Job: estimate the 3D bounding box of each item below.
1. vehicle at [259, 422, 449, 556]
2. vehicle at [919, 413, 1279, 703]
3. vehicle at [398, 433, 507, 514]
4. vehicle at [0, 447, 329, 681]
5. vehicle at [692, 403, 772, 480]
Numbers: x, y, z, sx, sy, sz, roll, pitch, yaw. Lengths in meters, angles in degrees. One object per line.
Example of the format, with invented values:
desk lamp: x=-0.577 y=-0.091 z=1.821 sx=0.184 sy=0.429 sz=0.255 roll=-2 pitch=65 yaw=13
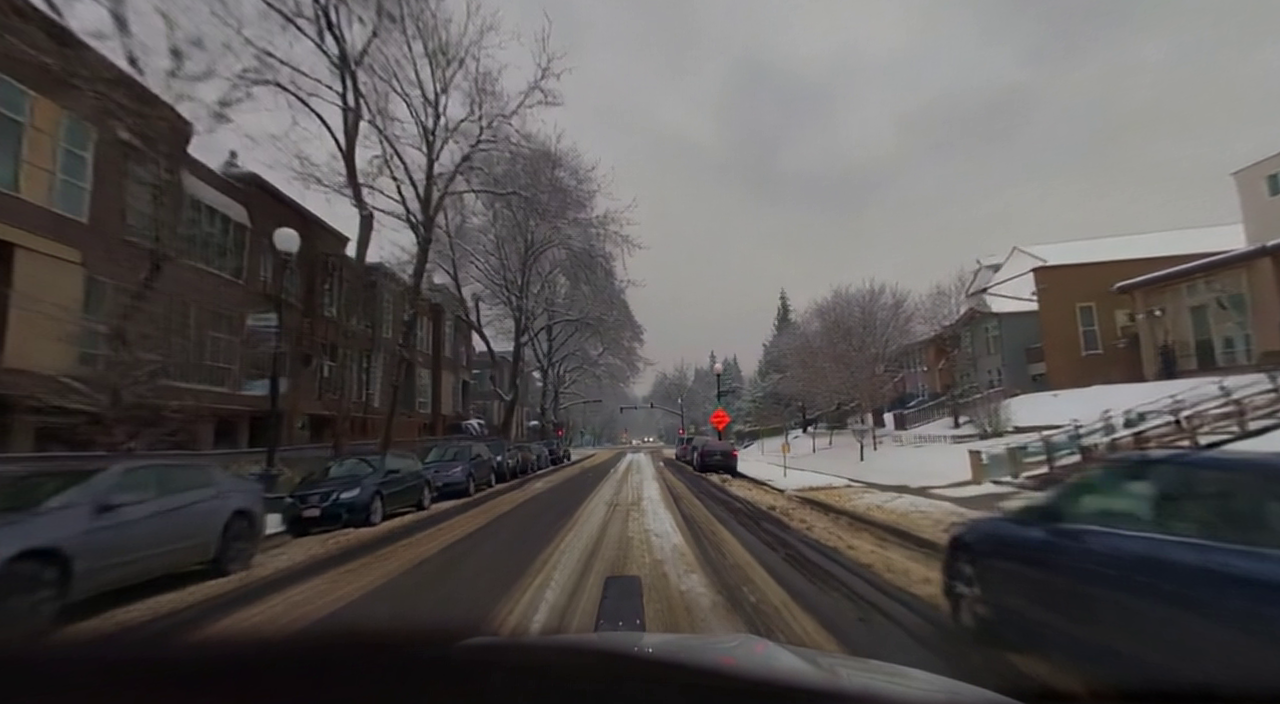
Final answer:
vehicle: x=-5.269 y=2.445 z=12.356 sx=1.824 sy=1.664 sz=4.344 roll=-1 pitch=0 yaw=-2
vehicle: x=3.237 y=1.072 z=2.996 sx=1.835 sy=1.490 sz=4.134 roll=0 pitch=-8 yaw=-2
vehicle: x=-5.146 y=3.298 z=17.948 sx=1.837 sy=1.499 sz=4.443 roll=-2 pitch=-2 yaw=-1
vehicle: x=-5.110 y=1.671 z=6.005 sx=1.890 sy=1.457 sz=4.856 roll=0 pitch=-8 yaw=-1
vehicle: x=3.779 y=3.524 z=25.663 sx=1.961 sy=2.656 sz=3.047 roll=-2 pitch=-1 yaw=35
